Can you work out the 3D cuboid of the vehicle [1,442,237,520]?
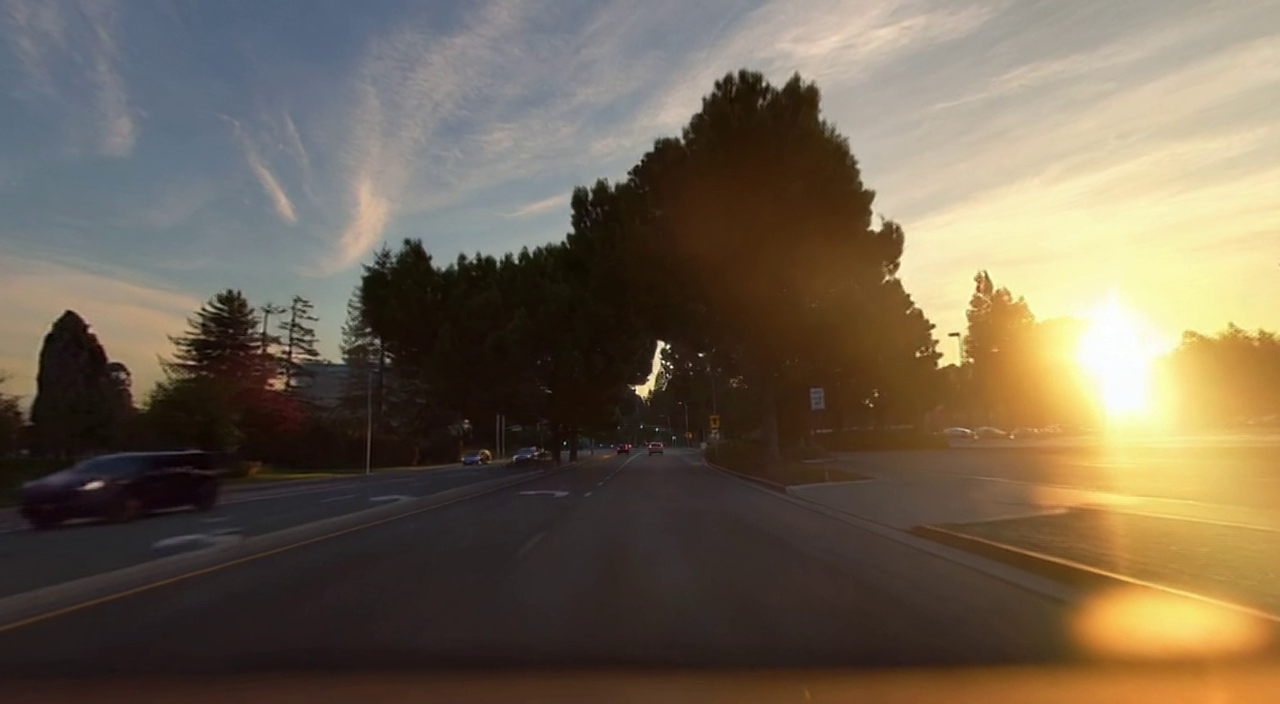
[{"bbox_3d":[-13.486,3.311,16.798,2.145,1.754,4.777,0,-8,1],"label":"vehicle"}]
